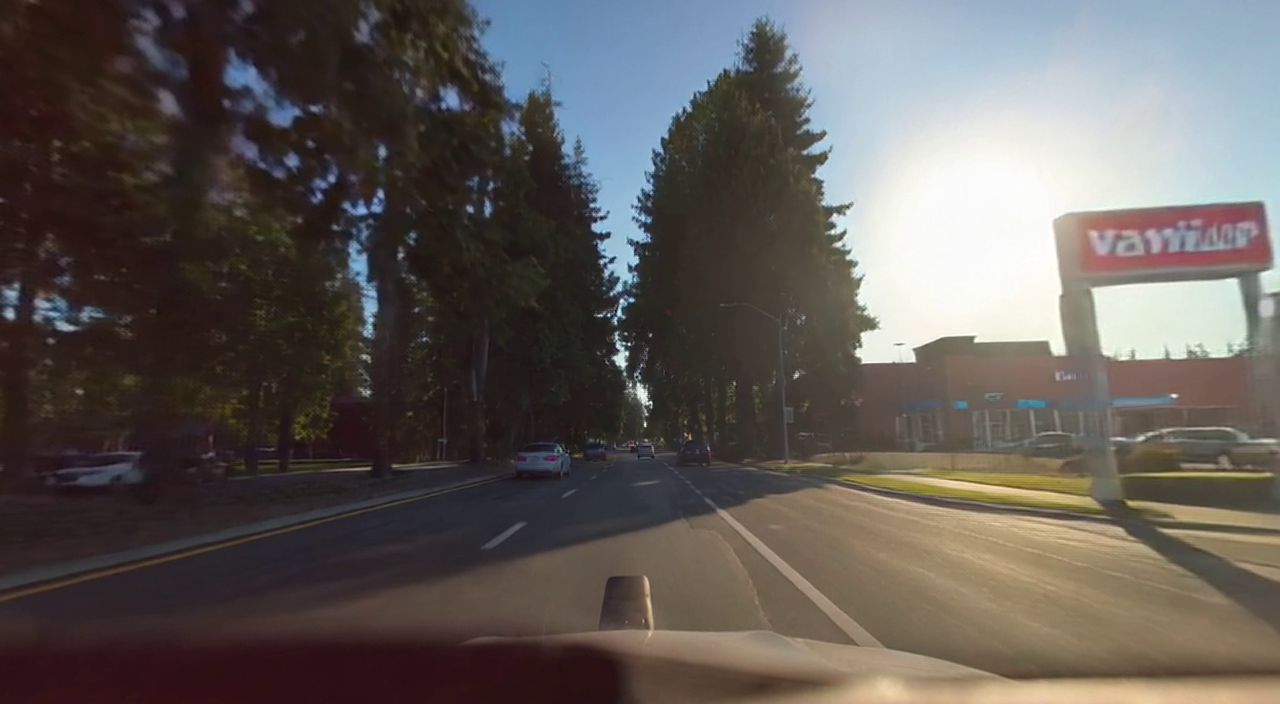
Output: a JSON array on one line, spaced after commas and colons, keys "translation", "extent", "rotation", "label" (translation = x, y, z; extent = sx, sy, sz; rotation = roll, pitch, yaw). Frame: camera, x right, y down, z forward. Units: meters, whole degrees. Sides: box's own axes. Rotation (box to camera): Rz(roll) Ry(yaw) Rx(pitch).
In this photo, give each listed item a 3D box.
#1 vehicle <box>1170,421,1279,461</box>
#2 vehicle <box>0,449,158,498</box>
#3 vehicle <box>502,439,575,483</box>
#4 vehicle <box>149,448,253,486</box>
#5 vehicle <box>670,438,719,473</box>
[{"translation": [26.191, 3.894, 27.871], "extent": [1.677, 1.591, 4.298], "rotation": [-1, -7, -1], "label": "vehicle"}, {"translation": [-22.841, 4.910, 25.982], "extent": [2.040, 1.757, 4.730], "rotation": [0, -8, 1], "label": "vehicle"}, {"translation": [-3.687, 4.037, 23.669], "extent": [1.908, 1.481, 4.536], "rotation": [0, -8, 1], "label": "vehicle"}, {"translation": [-22.595, 5.890, 32.688], "extent": [1.958, 1.780, 4.479], "rotation": [0, -8, 3], "label": "vehicle"}, {"translation": [2.585, 5.030, 30.731], "extent": [1.922, 1.579, 3.642], "rotation": [0, -8, -2], "label": "vehicle"}]
